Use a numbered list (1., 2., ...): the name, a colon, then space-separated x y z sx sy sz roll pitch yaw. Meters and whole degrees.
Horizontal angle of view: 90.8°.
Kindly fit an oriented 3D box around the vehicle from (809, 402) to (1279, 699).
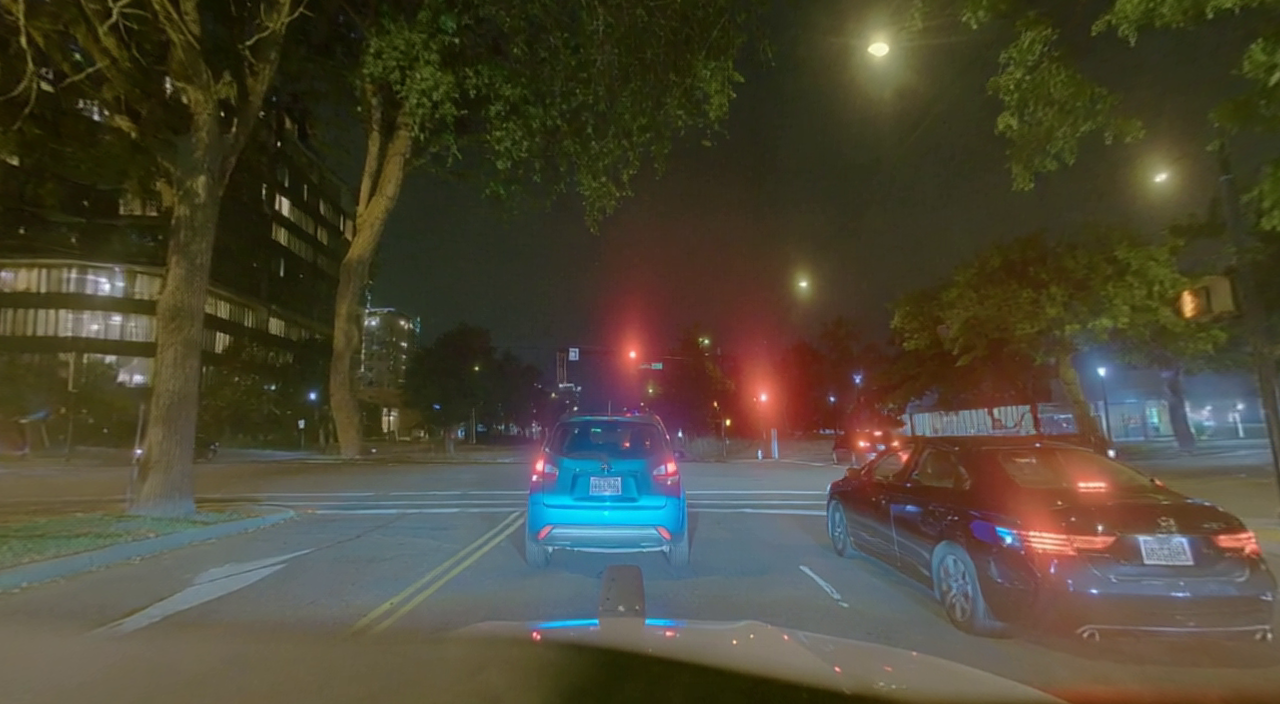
1. vehicle: 3.167 1.402 5.747 1.932 1.562 4.629 0 -9 -1

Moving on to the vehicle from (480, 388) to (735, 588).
1. vehicle: -0.349 1.523 7.797 2.247 1.760 4.231 0 -9 -2
